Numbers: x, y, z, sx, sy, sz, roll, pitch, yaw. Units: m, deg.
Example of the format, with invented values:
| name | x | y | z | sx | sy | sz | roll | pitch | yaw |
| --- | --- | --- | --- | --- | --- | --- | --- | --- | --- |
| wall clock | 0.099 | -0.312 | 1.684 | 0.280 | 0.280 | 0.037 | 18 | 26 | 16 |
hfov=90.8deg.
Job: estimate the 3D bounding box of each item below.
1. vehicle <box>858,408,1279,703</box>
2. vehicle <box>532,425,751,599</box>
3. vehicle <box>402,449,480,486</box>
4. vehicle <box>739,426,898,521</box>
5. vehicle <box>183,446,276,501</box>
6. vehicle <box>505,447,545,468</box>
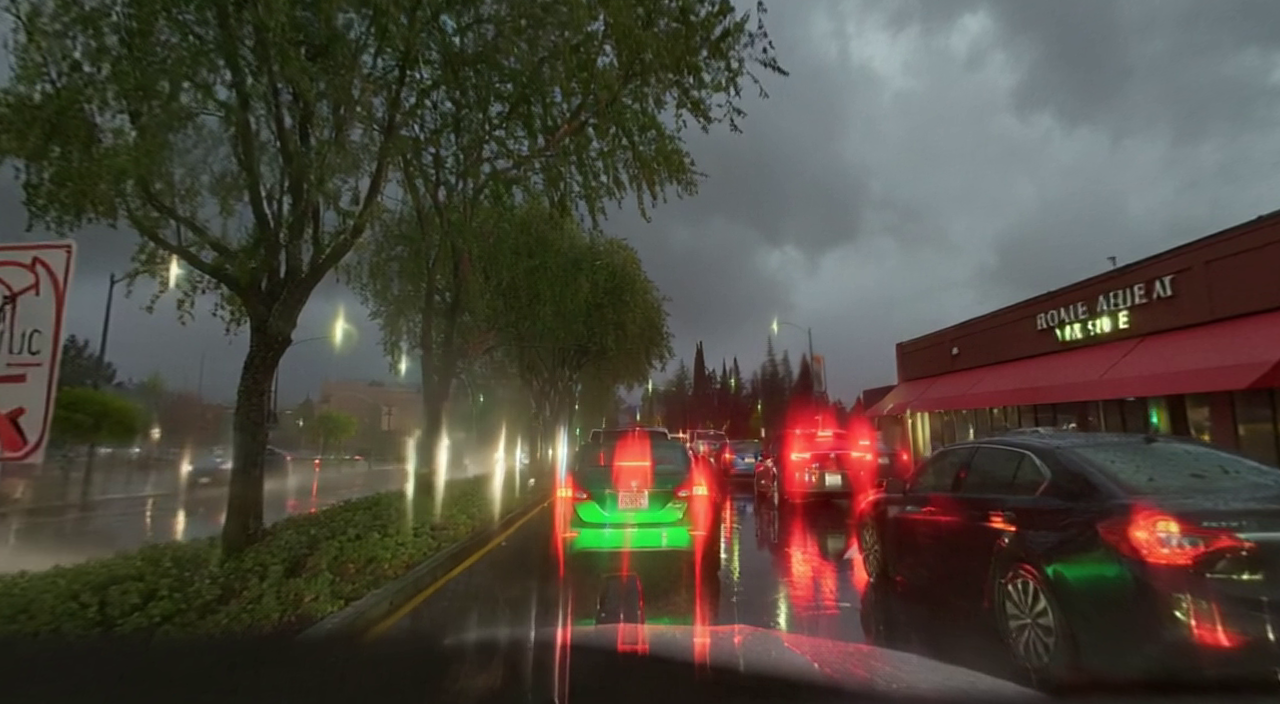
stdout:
| name | x | y | z | sx | sy | sz | roll | pitch | yaw |
| --- | --- | --- | --- | --- | --- | --- | --- | --- | --- |
| vehicle | 3.299 | 1.261 | 4.482 | 1.988 | 1.480 | 4.195 | 0 | -9 | 0 |
| vehicle | -0.003 | 1.659 | 7.312 | 1.887 | 1.487 | 3.535 | 0 | -9 | 0 |
| vehicle | -8.221 | 4.778 | 26.505 | 1.850 | 1.417 | 4.321 | 0 | -9 | 0 |
| vehicle | 3.517 | 2.490 | 13.415 | 2.025 | 1.660 | 4.263 | 0 | -9 | -1 |
| vehicle | -14.934 | 4.368 | 23.246 | 2.072 | 1.773 | 4.329 | 3 | -9 | -23 |
| vehicle | -8.505 | 7.790 | 46.978 | 2.169 | 1.477 | 4.168 | 0 | -9 | 0 |
